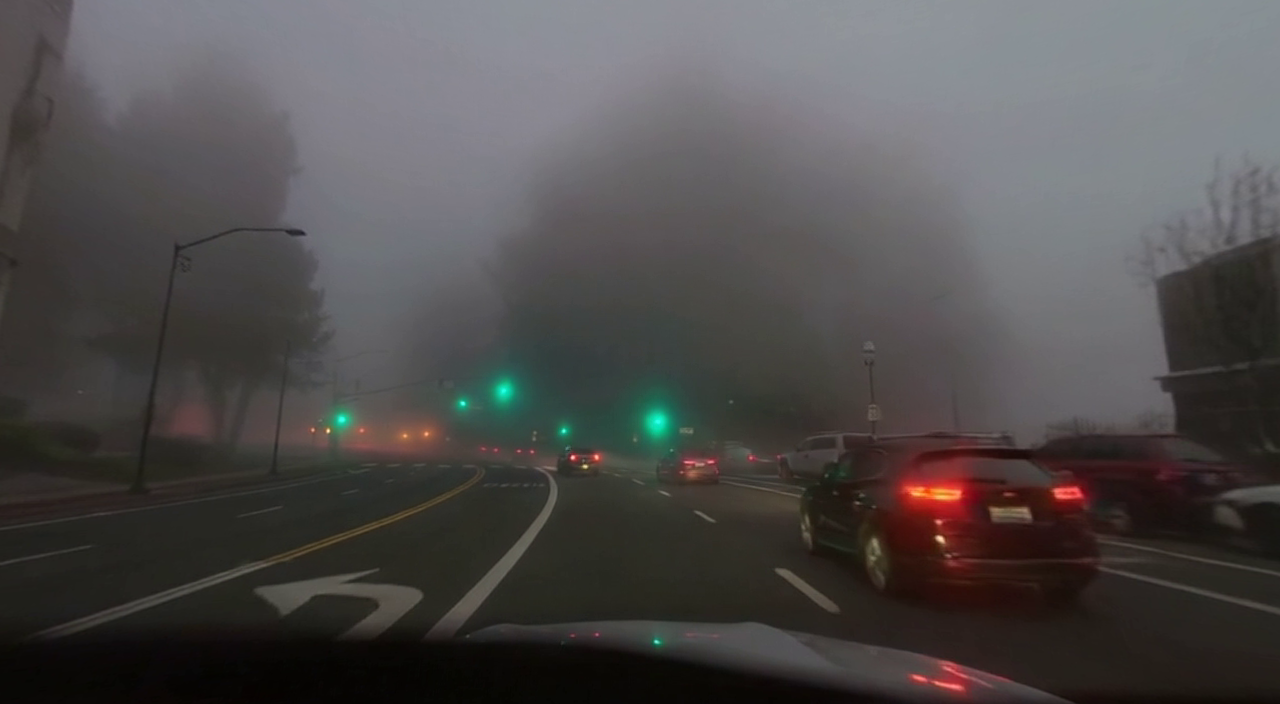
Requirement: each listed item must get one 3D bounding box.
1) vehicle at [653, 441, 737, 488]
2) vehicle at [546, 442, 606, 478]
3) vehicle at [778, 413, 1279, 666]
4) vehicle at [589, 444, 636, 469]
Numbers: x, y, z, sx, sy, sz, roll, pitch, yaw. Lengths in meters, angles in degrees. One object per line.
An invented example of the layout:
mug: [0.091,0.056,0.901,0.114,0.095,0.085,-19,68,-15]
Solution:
vehicle: [1.823,3.947,22.501,1.984,1.476,4.488,1,-9,-8]
vehicle: [-3.157,5.112,30.090,2.308,1.535,4.811,2,-9,-12]
vehicle: [2.974,1.433,5.986,2.280,1.472,4.426,0,-9,-1]
vehicle: [-1.782,6.480,39.269,1.957,1.463,4.701,2,-9,-15]
